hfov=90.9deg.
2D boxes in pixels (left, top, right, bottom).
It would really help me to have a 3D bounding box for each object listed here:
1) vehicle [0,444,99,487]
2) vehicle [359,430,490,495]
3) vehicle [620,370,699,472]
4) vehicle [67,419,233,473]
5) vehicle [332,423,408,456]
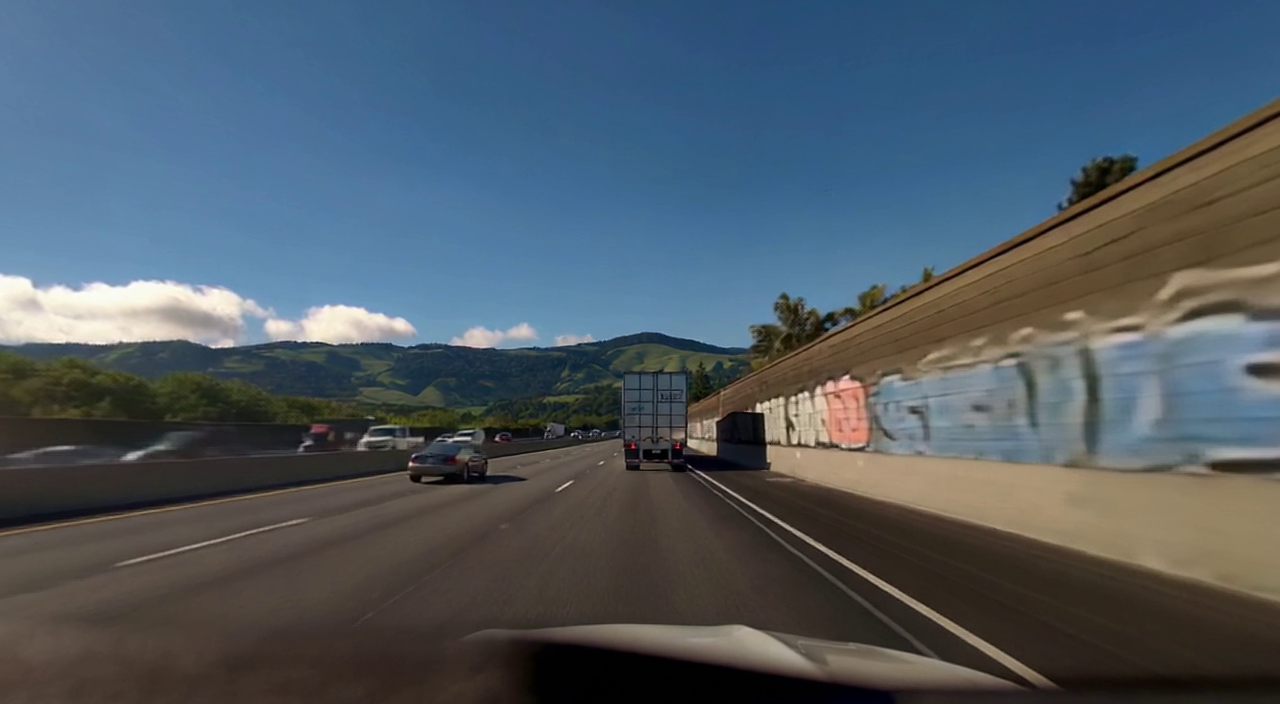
[{"bbox_3d":[-22.490,4.126,23.276,1.718,1.411,3.785,0,-8,-1],"label":"vehicle"},{"bbox_3d":[-5.734,2.969,17.483,1.982,1.535,4.519,0,-8,1],"label":"vehicle"},{"bbox_3d":[0.596,3.268,28.806,2.921,3.765,10.773,0,-8,-1],"label":"vehicle"},{"bbox_3d":[-14.230,2.755,18.632,1.862,1.426,3.821,0,-8,-1],"label":"vehicle"},{"bbox_3d":[-14.781,4.823,34.813,2.061,1.711,4.859,0,-8,0],"label":"vehicle"}]
